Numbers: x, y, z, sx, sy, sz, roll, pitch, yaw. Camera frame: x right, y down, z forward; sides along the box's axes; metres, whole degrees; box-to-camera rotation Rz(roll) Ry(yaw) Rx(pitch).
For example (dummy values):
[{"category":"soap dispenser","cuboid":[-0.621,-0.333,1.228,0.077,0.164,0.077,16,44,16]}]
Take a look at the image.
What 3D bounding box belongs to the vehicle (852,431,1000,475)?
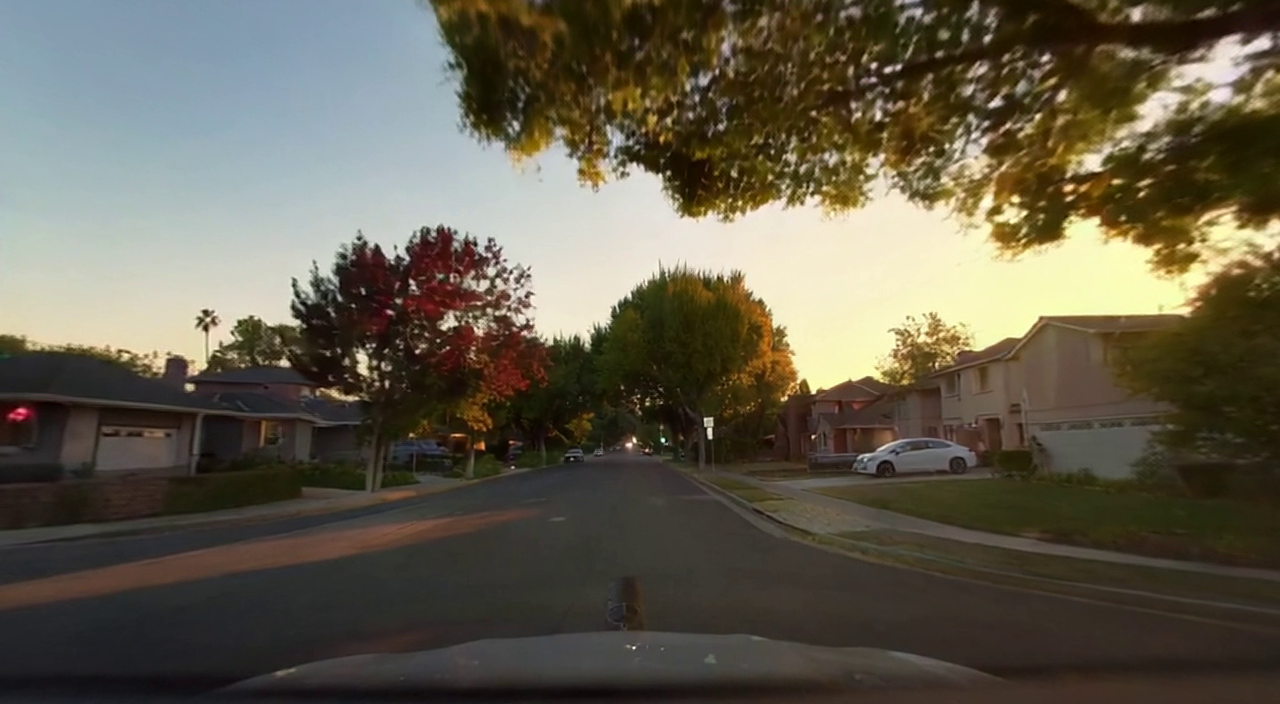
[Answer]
[{"category":"vehicle","cuboid":[11.200,4.002,25.029,4.894,1.616,1.965,-1,-9,2]}]
